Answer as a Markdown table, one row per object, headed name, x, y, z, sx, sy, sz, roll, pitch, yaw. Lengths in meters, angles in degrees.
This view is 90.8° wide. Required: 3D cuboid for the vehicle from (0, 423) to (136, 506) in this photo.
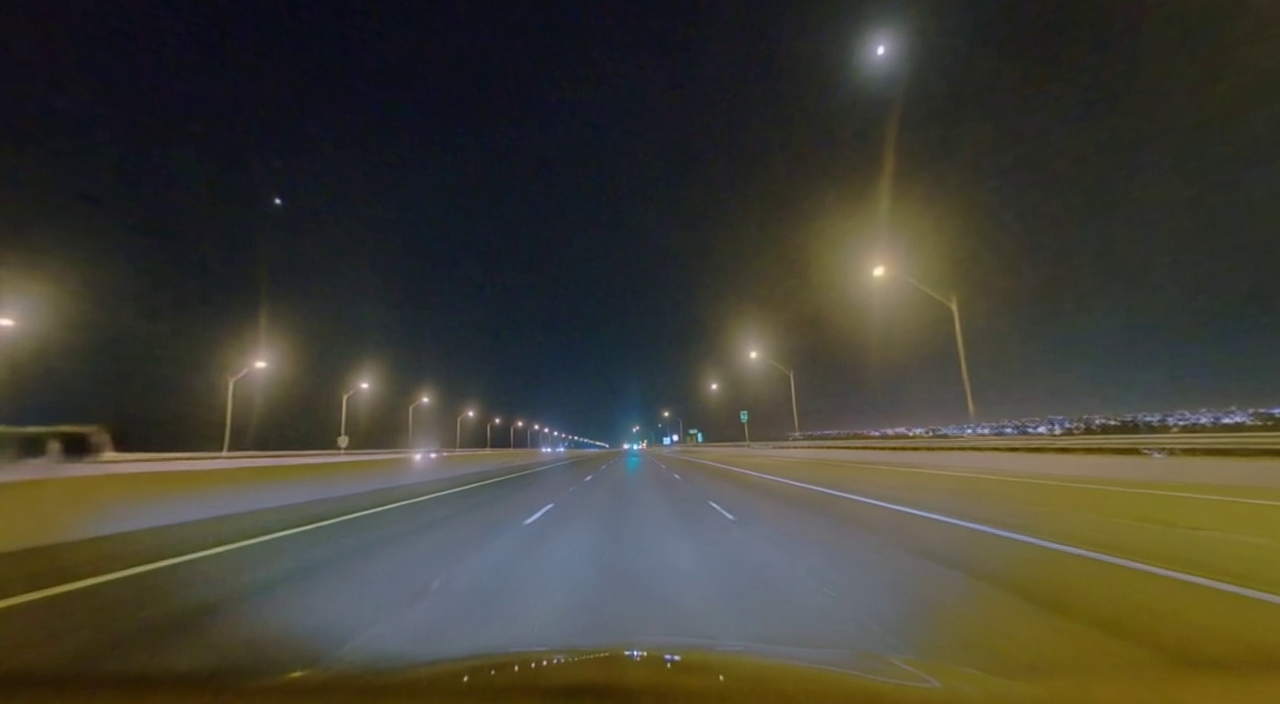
| name | x | y | z | sx | sy | sz | roll | pitch | yaw |
| --- | --- | --- | --- | --- | --- | --- | --- | --- | --- |
| vehicle | -15.476 | 2.603 | 14.659 | 2.475 | 1.824 | 6.214 | -1 | -8 | -1 |
